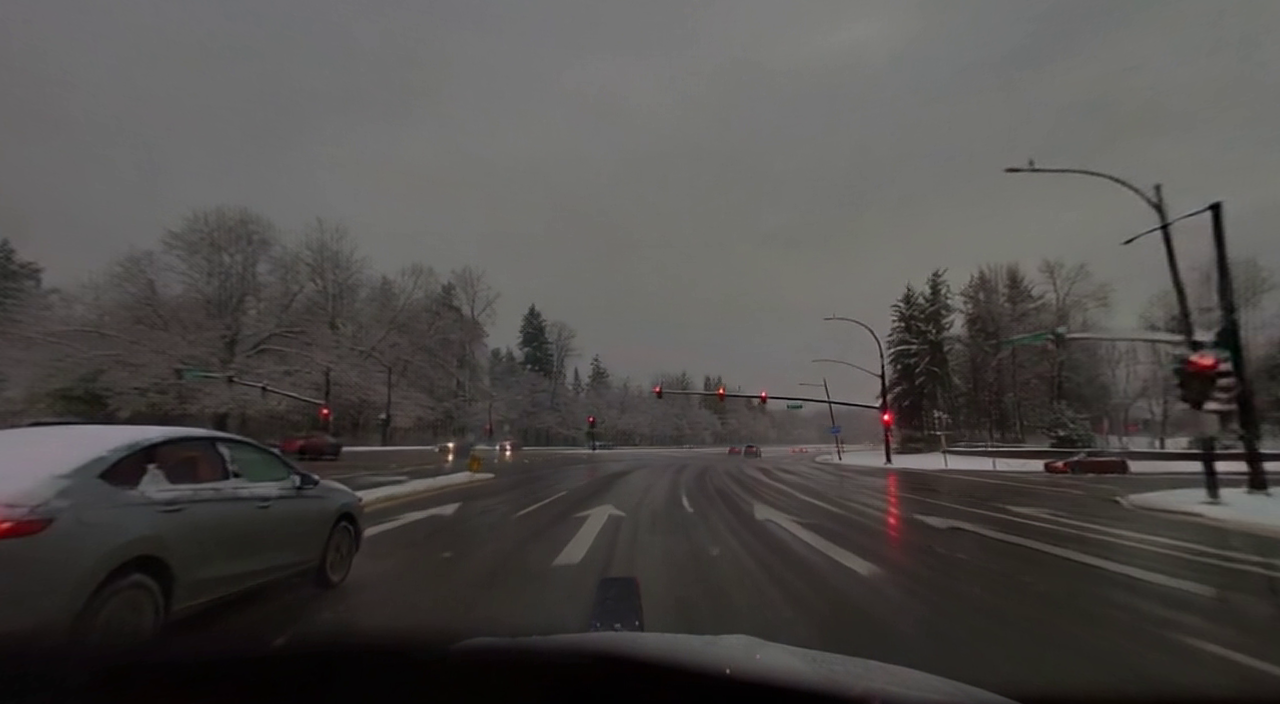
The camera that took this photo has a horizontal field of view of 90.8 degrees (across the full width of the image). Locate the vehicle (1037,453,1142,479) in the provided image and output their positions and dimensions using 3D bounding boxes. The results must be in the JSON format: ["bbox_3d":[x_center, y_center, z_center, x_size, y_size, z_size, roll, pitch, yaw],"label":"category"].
[{"bbox_3d":[26.854,6.825,37.895,4.636,1.433,1.930,-2,-9,12],"label":"vehicle"}]

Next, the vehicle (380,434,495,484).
[{"bbox_3d":[-6.720,3.612,21.635,2.016,1.501,4.903,-1,-9,4],"label":"vehicle"}]

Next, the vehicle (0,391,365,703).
[{"bbox_3d":[-3.453,1.038,3.443,1.934,1.463,4.220,0,-9,1],"label":"vehicle"}]
